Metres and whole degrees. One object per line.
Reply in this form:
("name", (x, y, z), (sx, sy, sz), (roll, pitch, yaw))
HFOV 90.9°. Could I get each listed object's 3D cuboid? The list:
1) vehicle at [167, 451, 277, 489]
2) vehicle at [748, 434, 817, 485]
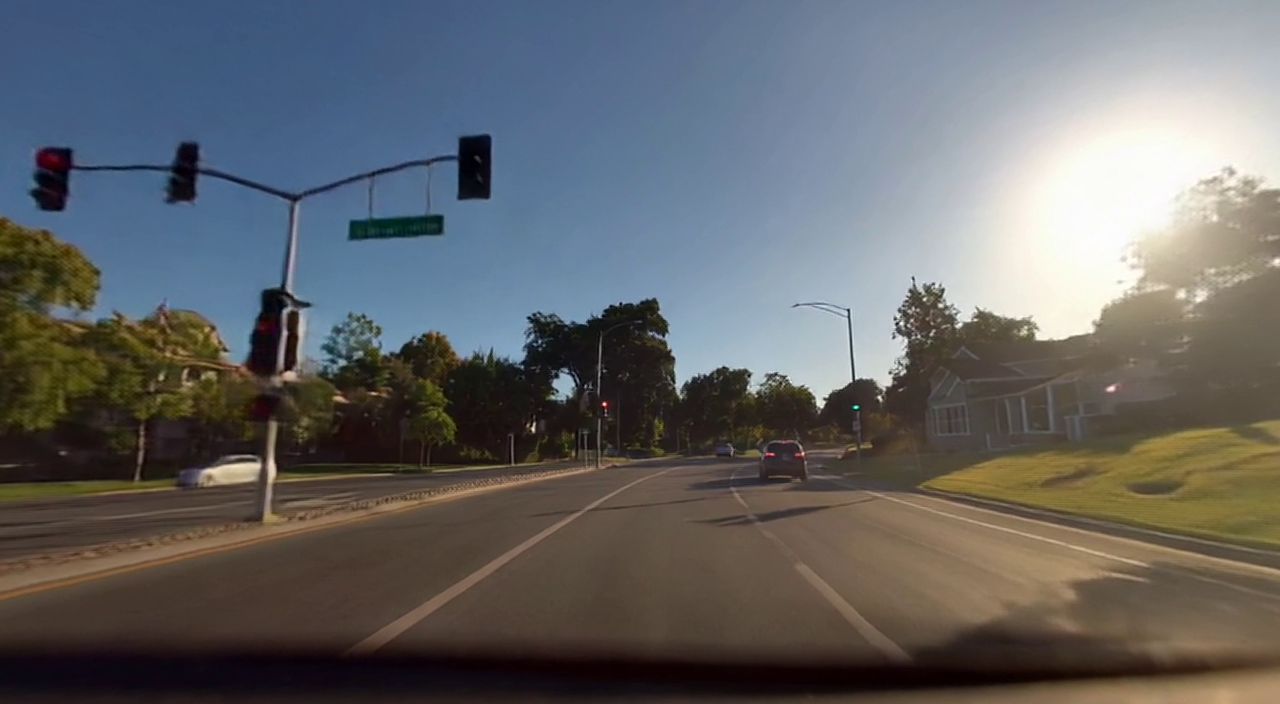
("vehicle", (-18.389, 5.156, 27.941), (1.828, 1.497, 3.858), (-1, -9, 9))
("vehicle", (5.592, 4.279, 25.371), (2.141, 1.833, 4.704), (-1, -8, 6))
